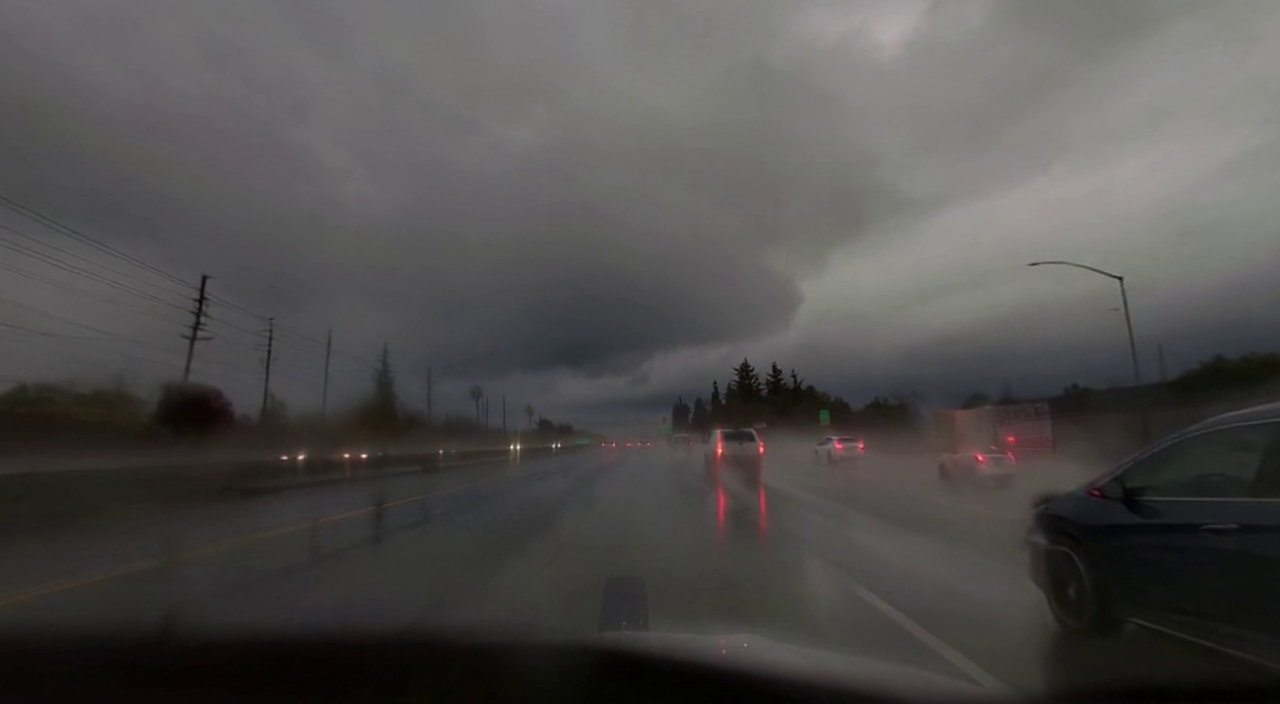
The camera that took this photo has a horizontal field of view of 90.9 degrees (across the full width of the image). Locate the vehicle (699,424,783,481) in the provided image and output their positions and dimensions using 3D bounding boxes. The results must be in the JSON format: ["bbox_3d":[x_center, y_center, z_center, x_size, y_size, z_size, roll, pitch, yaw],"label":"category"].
[{"bbox_3d":[3.887,4.020,25.439,2.442,2.022,5.466,0,-8,0],"label":"vehicle"}]

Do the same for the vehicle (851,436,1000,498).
[{"bbox_3d":[7.662,3.117,17.537,2.022,1.466,4.509,0,-8,0],"label":"vehicle"}]

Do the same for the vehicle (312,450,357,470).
[{"bbox_3d":[-22.246,7.864,46.082,1.538,1.364,3.395,0,-8,0],"label":"vehicle"}]

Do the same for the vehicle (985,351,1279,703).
[{"bbox_3d":[3.797,0.820,2.685,2.146,1.639,4.475,-1,-8,1],"label":"vehicle"}]
